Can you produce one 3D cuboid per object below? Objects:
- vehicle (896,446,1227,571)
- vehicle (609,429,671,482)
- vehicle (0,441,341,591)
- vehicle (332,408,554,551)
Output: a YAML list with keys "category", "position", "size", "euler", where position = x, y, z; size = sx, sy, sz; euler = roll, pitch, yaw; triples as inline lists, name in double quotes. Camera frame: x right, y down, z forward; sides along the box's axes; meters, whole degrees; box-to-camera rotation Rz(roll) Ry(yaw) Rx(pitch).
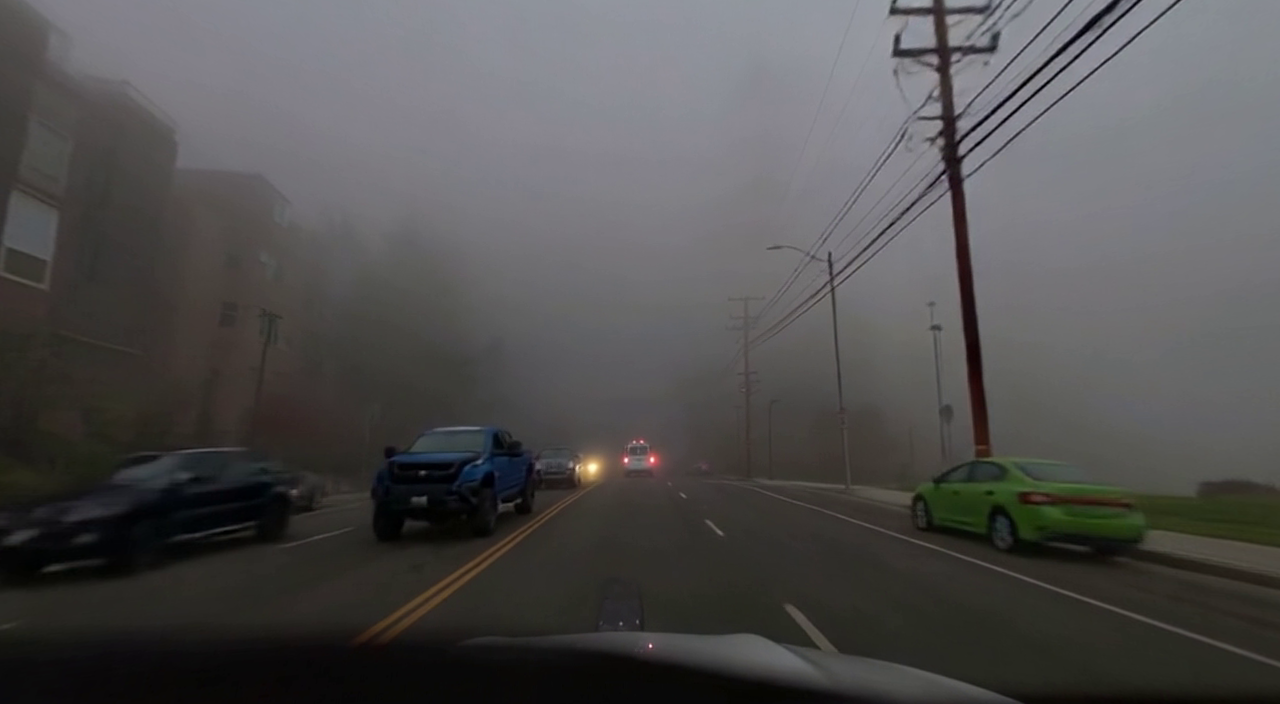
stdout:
- category: "vehicle"
  position: [6.119, 2.278, 10.141]
  size: [1.943, 1.490, 4.783]
  euler: [1, -9, -1]
- category: "vehicle"
  position: [0.050, 4.233, 25.747]
  size: [2.308, 1.940, 4.125]
  euler: [-1, -10, 1]
- category: "vehicle"
  position: [-6.239, 2.000, 8.712]
  size: [1.917, 1.467, 4.653]
  euler: [0, -9, 0]
- category: "vehicle"
  position: [-2.941, 2.051, 10.869]
  size: [2.178, 1.861, 4.920]
  euler: [0, -9, 0]
